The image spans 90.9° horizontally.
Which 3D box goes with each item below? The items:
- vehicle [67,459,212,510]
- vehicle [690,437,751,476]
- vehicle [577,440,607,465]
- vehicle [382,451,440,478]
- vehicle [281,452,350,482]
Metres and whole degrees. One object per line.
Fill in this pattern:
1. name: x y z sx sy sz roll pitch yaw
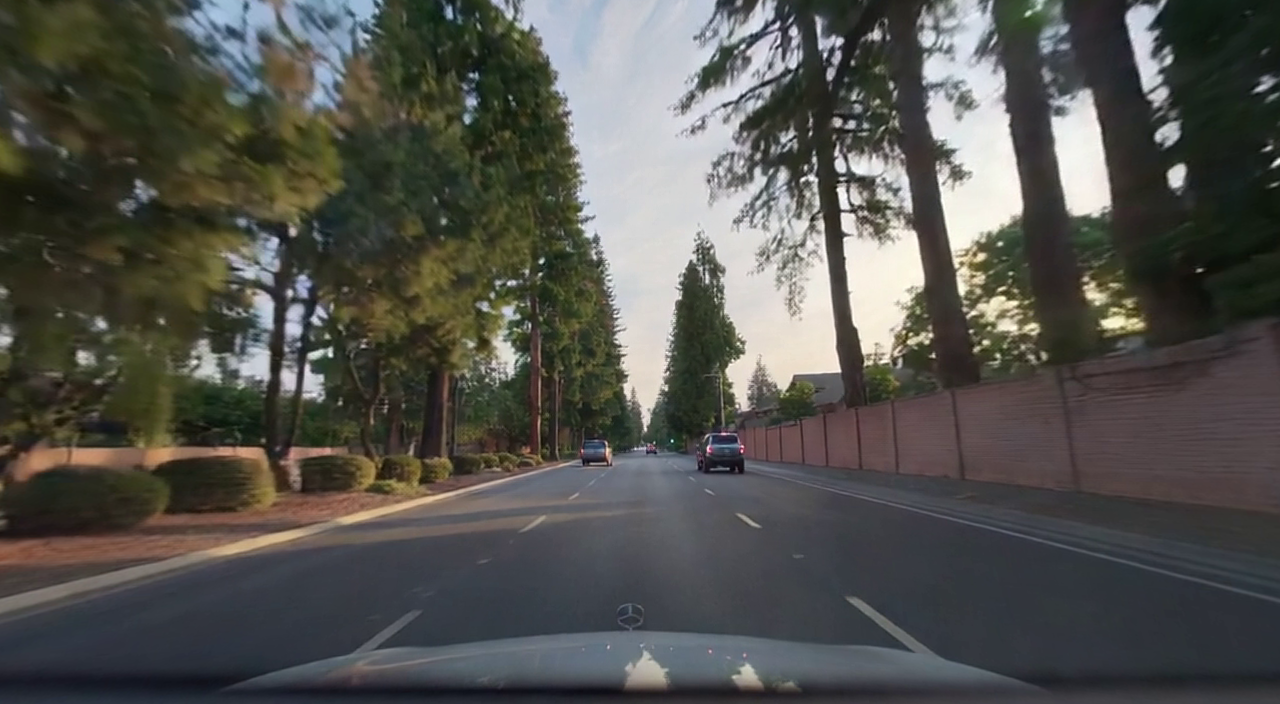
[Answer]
1. vehicle: -17.110 4.507 21.824 1.855 1.494 3.825 -1 -8 0
2. vehicle: 3.832 5.085 30.973 2.321 1.695 5.037 -1 -8 0
3. vehicle: -3.575 7.590 47.686 2.002 1.747 4.728 0 -8 -1
4. vehicle: -14.005 6.865 38.806 1.892 1.480 4.467 -1 -8 0
5. vehicle: -21.454 7.572 41.873 1.990 1.787 4.709 0 -9 1
